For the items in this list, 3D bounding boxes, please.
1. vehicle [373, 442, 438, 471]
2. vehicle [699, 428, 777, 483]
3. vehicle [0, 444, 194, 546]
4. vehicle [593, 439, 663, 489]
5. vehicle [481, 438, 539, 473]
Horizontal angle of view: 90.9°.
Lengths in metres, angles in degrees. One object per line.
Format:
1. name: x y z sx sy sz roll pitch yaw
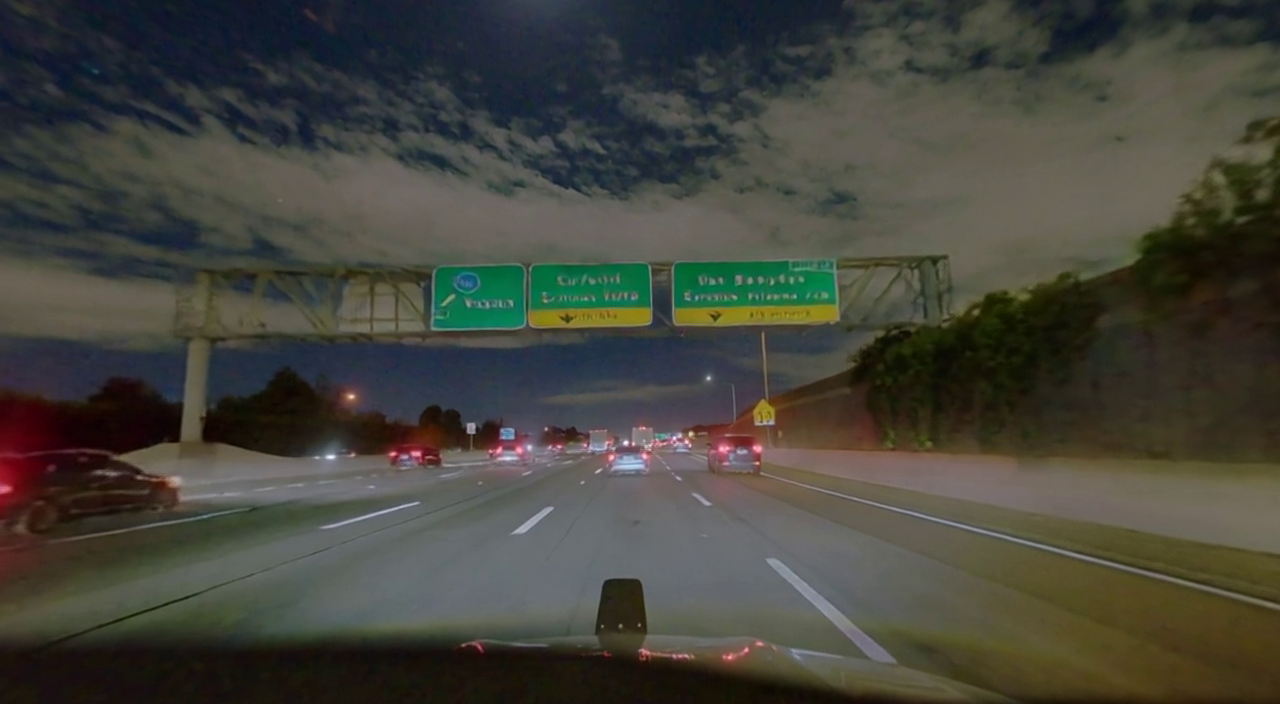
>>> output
1. vehicle: -14.271 6.377 38.750 2.055 1.628 4.898 0 -8 1
2. vehicle: 3.383 3.680 22.669 2.001 1.771 4.250 0 -8 -1
3. vehicle: -10.554 2.429 11.310 1.961 1.510 4.260 0 -8 0
4. vehicle: -0.334 3.635 20.760 2.042 1.446 4.269 0 -8 0
5. vehicle: -6.726 5.397 33.084 2.060 1.669 4.242 0 -8 1
